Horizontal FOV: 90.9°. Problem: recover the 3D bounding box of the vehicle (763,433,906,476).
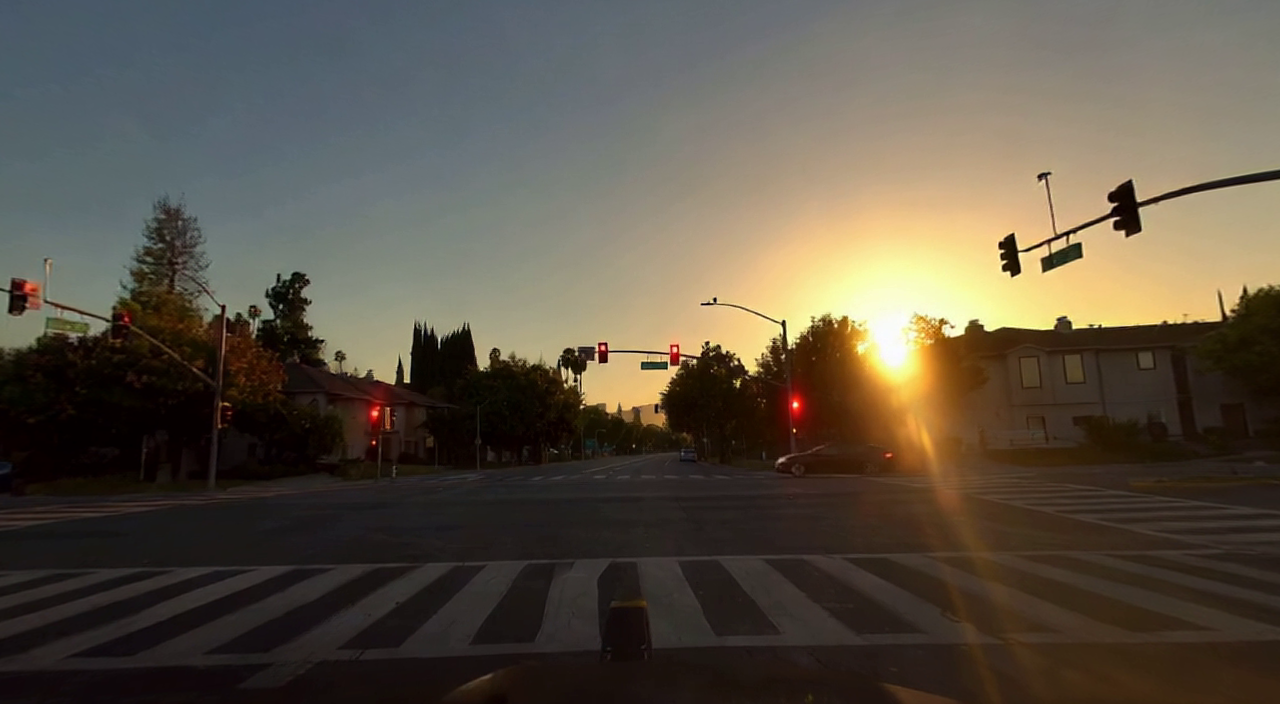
[{"bbox_3d":[6.917,3.691,22.763,4.562,1.460,1.822,0,-8,-1],"label":"vehicle"}]
